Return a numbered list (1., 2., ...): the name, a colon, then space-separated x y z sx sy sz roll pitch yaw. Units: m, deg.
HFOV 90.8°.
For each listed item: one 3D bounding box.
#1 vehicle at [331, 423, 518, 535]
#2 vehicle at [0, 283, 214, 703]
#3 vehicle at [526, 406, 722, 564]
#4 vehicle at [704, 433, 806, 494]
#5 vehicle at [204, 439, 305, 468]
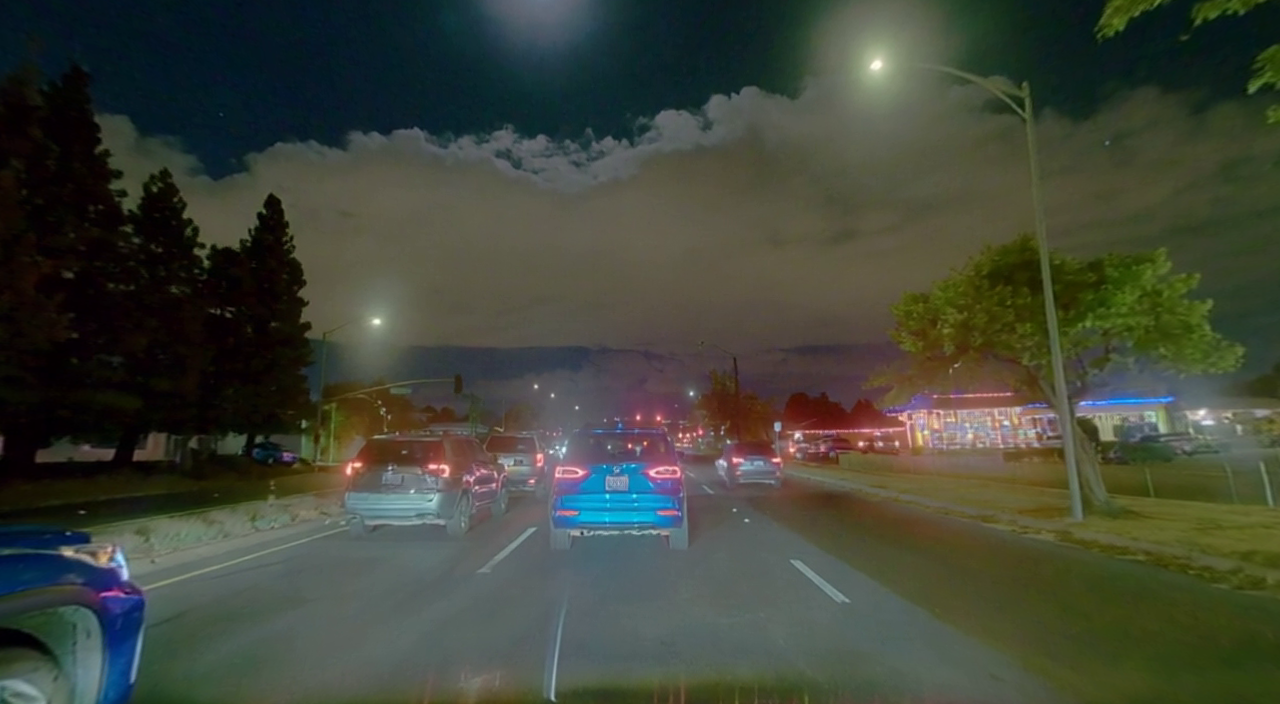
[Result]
1. vehicle: -3.671 2.239 11.738 1.948 1.668 4.279 0 -8 0
2. vehicle: -3.533 0.523 1.021 2.304 1.928 4.833 0 -8 0
3. vehicle: -0.195 1.737 8.952 2.112 1.693 4.058 0 -8 -1
4. vehicle: 3.213 3.239 18.759 2.056 1.536 4.678 0 -8 -1
5. vehicle: -28.509 7.509 46.939 5.856 2.096 2.481 3 -9 -18
